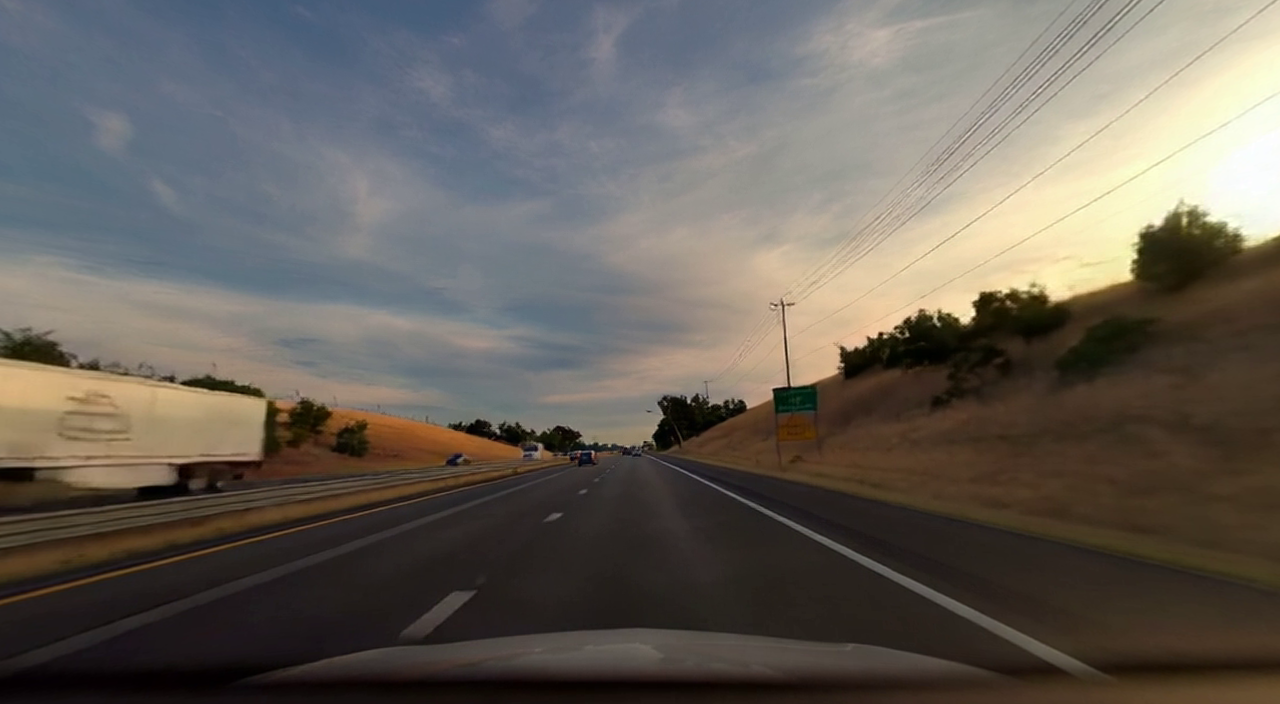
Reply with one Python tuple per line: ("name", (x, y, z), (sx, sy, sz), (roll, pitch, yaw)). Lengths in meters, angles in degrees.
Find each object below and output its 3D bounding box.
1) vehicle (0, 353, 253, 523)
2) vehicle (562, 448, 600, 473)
("vehicle", (-16.929, 2.520, 17.916), (2.879, 4.041, 14.093), (0, -9, -1))
("vehicle", (-3.836, 7.150, 41.582), (2.123, 1.545, 4.404), (0, -9, 0))
